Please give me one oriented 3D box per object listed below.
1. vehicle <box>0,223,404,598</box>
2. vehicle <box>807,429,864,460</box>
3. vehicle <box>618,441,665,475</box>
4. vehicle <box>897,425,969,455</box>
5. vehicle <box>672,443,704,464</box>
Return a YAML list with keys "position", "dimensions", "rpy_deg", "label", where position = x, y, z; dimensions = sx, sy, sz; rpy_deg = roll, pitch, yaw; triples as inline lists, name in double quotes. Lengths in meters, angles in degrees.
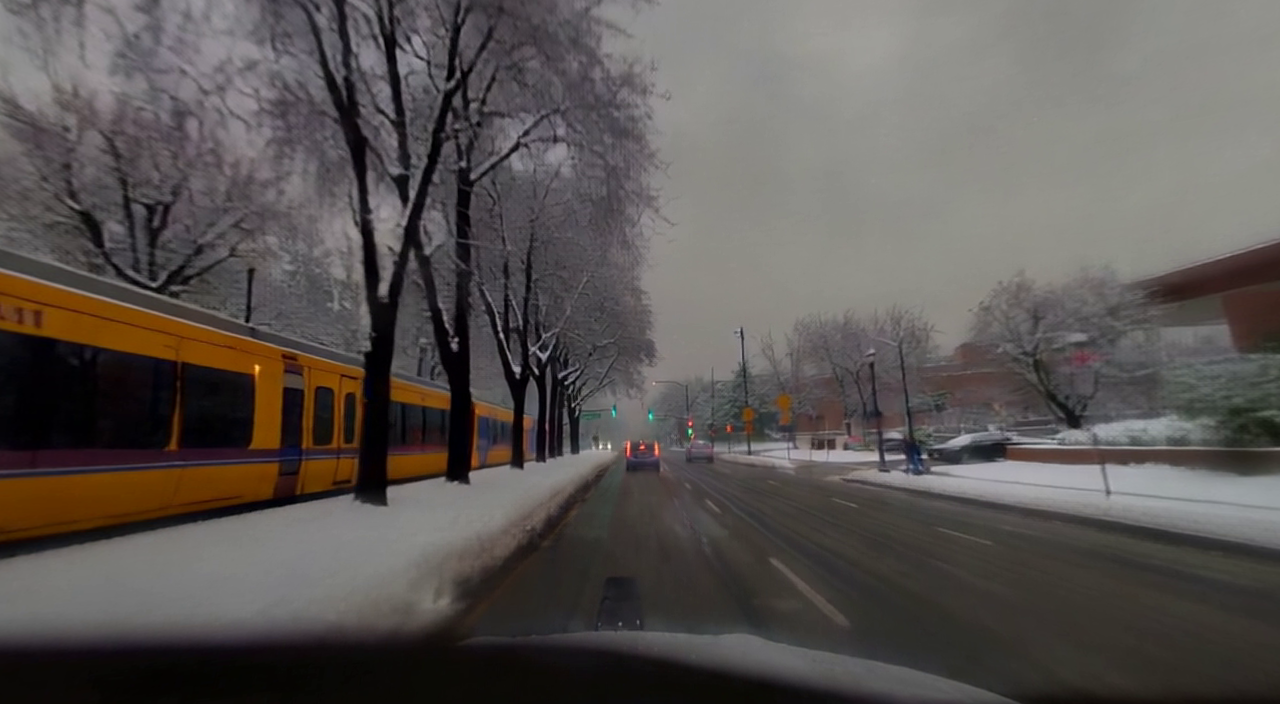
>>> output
- position: [-7.805, 1.035, 10.076]
  dimensions: [2.897, 3.700, 13.528]
  rpy_deg: [0, -7, 0]
  label: "vehicle"
- position: [13.200, 6.314, 43.101]
  dimensions: [2.145, 1.911, 5.581]
  rpy_deg: [0, -8, 1]
  label: "vehicle"
- position: [0.042, 4.872, 29.283]
  dimensions: [2.002, 1.471, 4.337]
  rpy_deg: [0, -8, 0]
  label: "vehicle"
- position: [19.402, 5.901, 42.230]
  dimensions: [2.159, 1.817, 5.675]
  rpy_deg: [0, -8, 1]
  label: "vehicle"
- position: [3.319, 7.125, 44.504]
  dimensions: [1.944, 1.447, 4.392]
  rpy_deg: [0, -8, 0]
  label: "vehicle"
